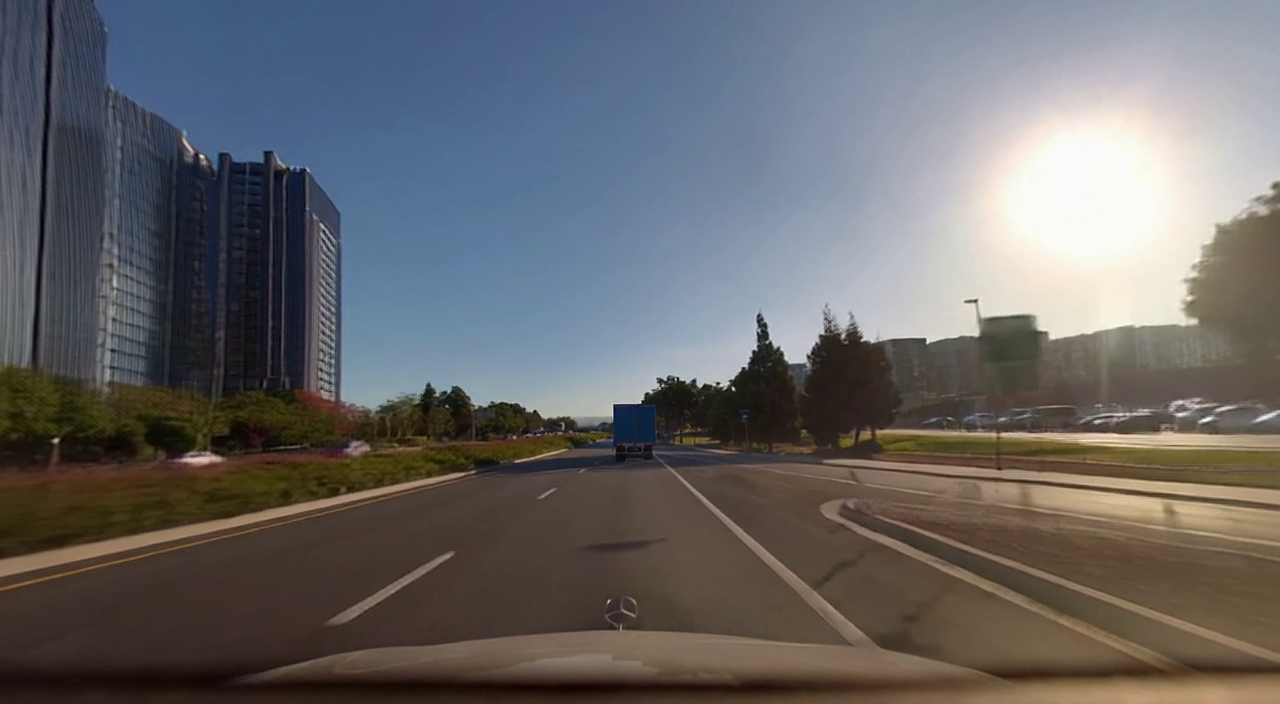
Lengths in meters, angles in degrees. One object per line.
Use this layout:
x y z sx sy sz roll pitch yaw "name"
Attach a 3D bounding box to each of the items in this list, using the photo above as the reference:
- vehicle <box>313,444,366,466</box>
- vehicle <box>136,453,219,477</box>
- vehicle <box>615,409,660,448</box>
-20.613 7.064 43.501 1.744 1.467 3.945 0 -9 0 "vehicle"
-31.294 7.654 42.954 1.949 1.501 4.566 -1 -9 5 "vehicle"
-0.218 4.072 33.066 2.178 1.829 4.932 0 -9 -3 "vehicle"
